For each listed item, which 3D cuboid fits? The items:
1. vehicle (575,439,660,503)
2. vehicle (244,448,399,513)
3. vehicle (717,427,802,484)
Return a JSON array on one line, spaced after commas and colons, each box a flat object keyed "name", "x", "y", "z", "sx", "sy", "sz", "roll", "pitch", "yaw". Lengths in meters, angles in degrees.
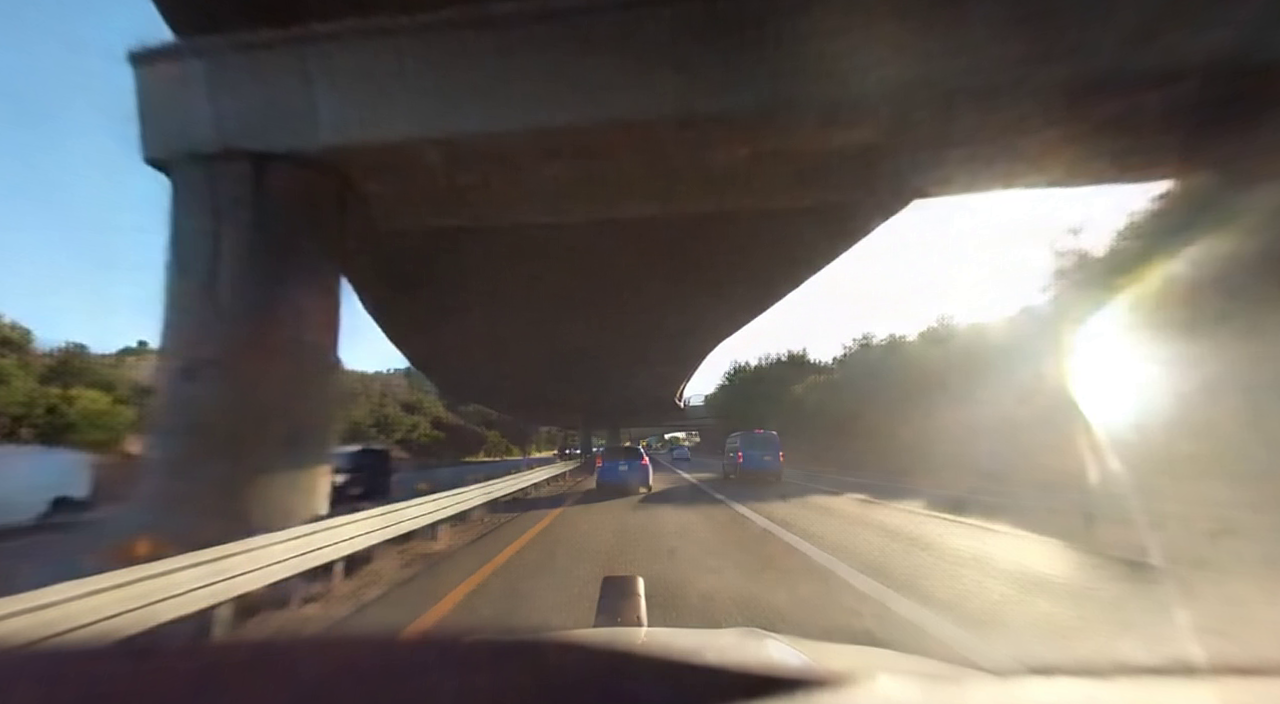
[{"name": "vehicle", "x": -0.539, "y": 3.144, "z": 16.900, "sx": 2.029, "sy": 1.483, "sz": 3.769, "roll": 0, "pitch": -9, "yaw": 0}, {"name": "vehicle", "x": -8.529, "y": 3.445, "z": 17.353, "sx": 1.989, "sy": 1.524, "sz": 4.405, "roll": 0, "pitch": -9, "yaw": 0}, {"name": "vehicle", "x": 4.477, "y": 3.984, "z": 24.314, "sx": 2.261, "sy": 1.952, "sz": 4.784, "roll": 0, "pitch": -9, "yaw": -1}]
